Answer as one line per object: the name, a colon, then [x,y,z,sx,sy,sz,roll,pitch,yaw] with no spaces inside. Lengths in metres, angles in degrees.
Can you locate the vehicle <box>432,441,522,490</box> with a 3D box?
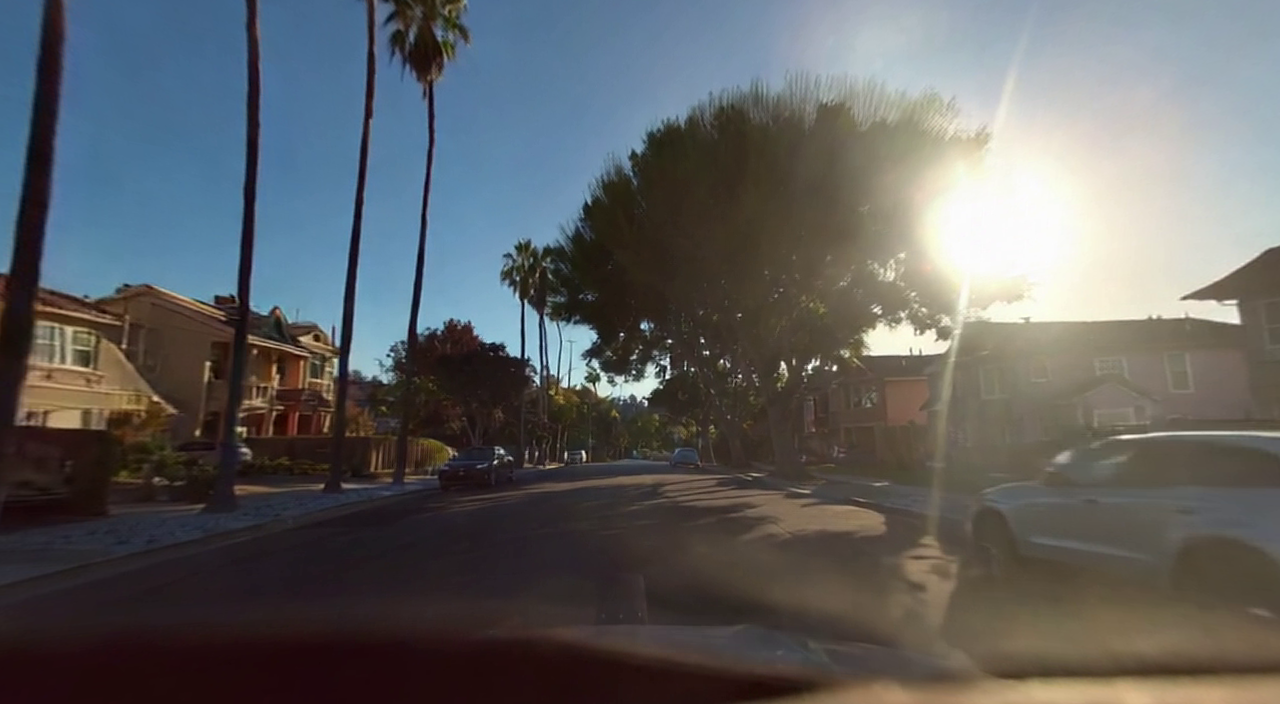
vehicle: [-5.726,4.006,22.859,2.079,1.486,4.877,-2,-8,-2]

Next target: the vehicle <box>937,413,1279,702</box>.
vehicle: [4.433,1.325,4.849,1.991,1.554,4.501,0,-8,-2]
